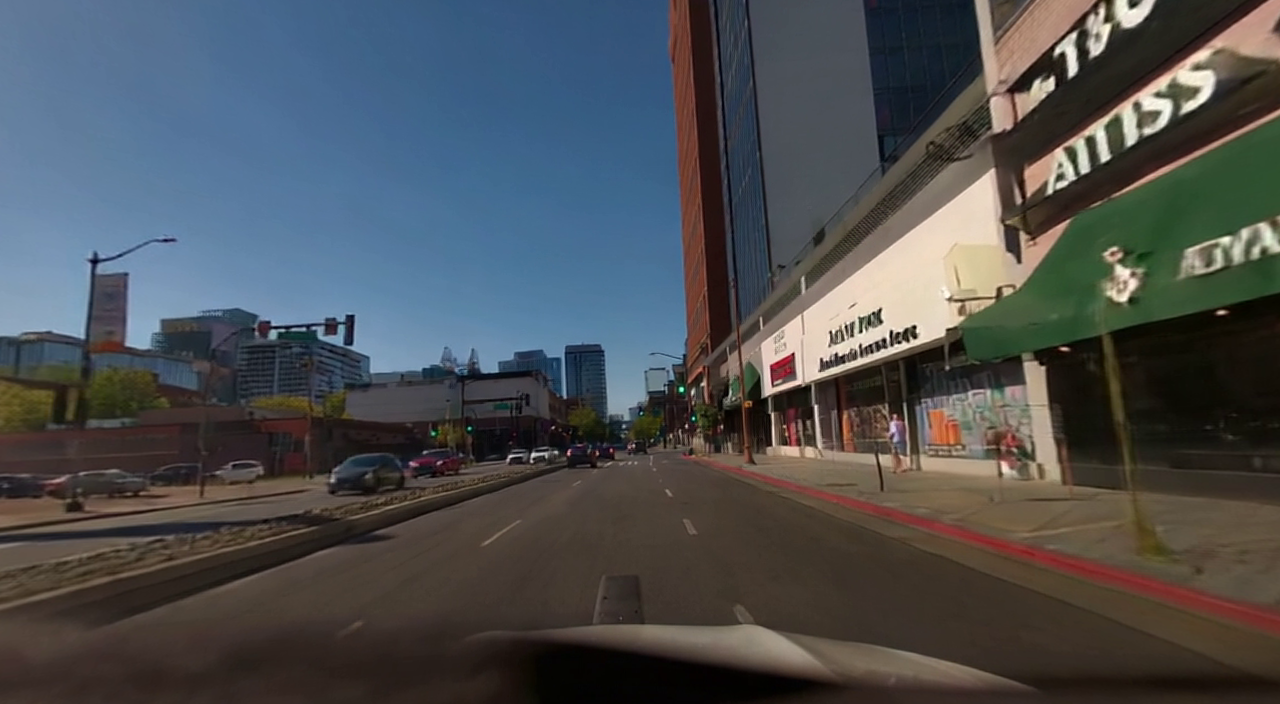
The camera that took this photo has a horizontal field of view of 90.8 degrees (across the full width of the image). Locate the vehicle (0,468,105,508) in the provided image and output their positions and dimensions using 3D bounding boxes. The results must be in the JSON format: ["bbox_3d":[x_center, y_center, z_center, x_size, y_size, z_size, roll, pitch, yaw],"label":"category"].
[{"bbox_3d":[-28.879,6.514,30.462,1.969,1.636,4.136,-5,-10,27],"label":"vehicle"}]

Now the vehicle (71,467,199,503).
[{"bbox_3d":[-24.831,6.506,31.243,1.985,1.469,4.428,-5,-10,27],"label":"vehicle"}]

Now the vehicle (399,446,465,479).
[{"bbox_3d":[-12.772,6.783,39.131,2.347,1.857,4.860,0,-9,1],"label":"vehicle"}]

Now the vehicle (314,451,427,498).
[{"bbox_3d":[-9.402,4.267,22.484,2.050,1.457,4.338,0,-9,1],"label":"vehicle"}]

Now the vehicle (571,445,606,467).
[{"bbox_3d":[-3.576,7.300,44.559,1.962,1.420,4.021,-1,-9,2],"label":"vehicle"}]
